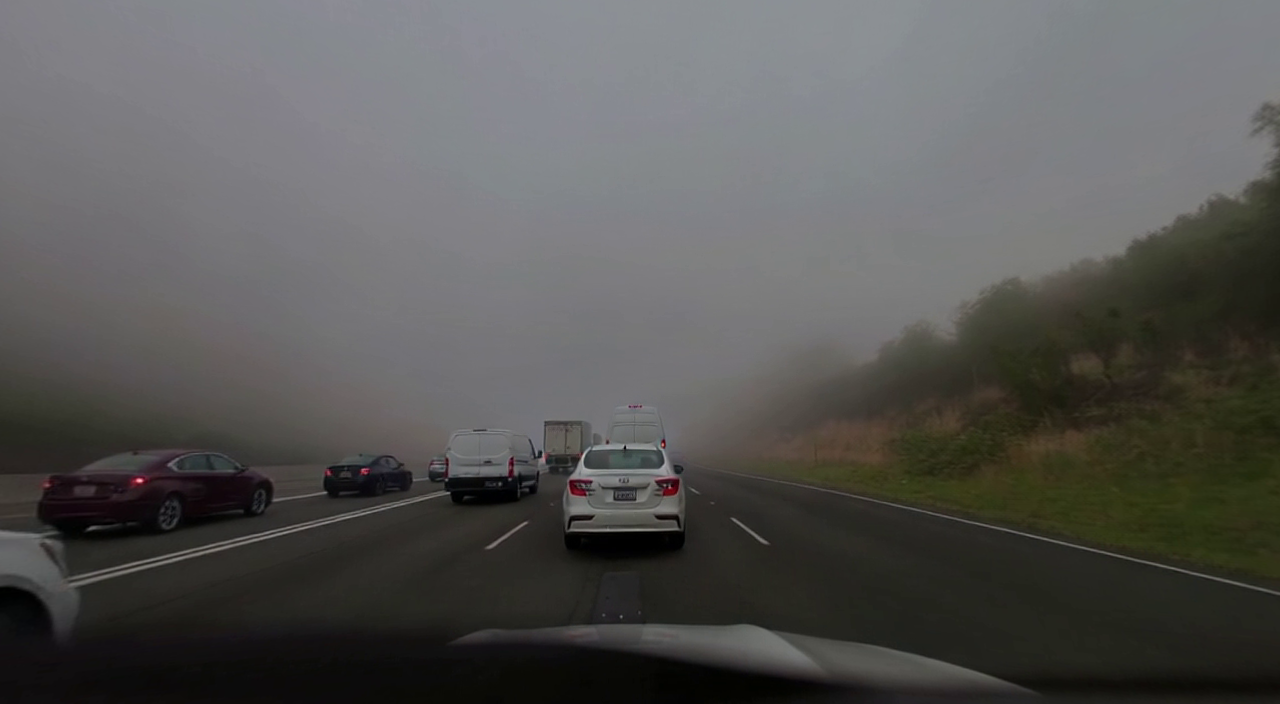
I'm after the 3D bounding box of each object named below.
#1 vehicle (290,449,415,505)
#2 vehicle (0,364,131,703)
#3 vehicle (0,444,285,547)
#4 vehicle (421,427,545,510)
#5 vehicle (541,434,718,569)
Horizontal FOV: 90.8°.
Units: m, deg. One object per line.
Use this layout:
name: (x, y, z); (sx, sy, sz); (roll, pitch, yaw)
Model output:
vehicle: (-8.397, 3.640, 18.847); (1.826, 1.465, 3.916); (-1, -9, 1)
vehicle: (-3.633, 0.637, 0.941); (2.029, 1.656, 4.437); (0, -9, 0)
vehicle: (-8.707, 2.445, 11.474); (1.884, 1.484, 4.389); (-1, -9, 1)
vehicle: (-4.046, 3.102, 17.205); (2.055, 1.913, 4.584); (-1, -9, 2)
vehicle: (-0.140, 1.957, 8.899); (1.995, 1.495, 3.380); (0, -9, -1)
